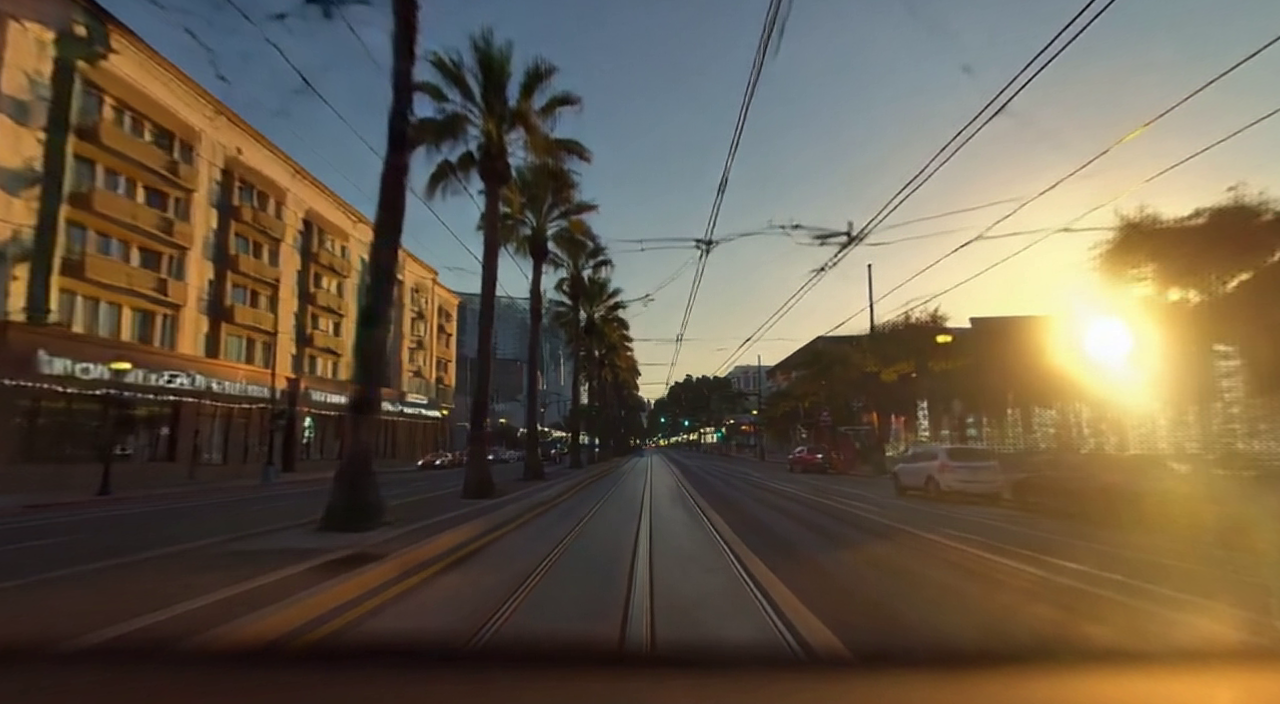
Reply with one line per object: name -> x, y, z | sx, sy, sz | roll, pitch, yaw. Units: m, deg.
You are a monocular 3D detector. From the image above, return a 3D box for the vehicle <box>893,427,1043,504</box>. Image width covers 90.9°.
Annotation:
vehicle -> 8.789, 3.057, 17.370 | 1.900, 1.846, 4.002 | 0, -8, -1

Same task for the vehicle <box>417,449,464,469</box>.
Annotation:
vehicle -> -15.270, 8.207, 48.544 | 1.993, 1.464, 4.740 | 0, -8, 1

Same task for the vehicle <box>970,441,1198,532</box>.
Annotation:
vehicle -> 8.441, 2.541, 12.513 | 1.715, 1.500, 3.910 | 0, -8, 1

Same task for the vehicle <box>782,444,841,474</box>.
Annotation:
vehicle -> 9.184, 5.763, 34.152 | 1.822, 1.494, 4.385 | 0, -8, -2
